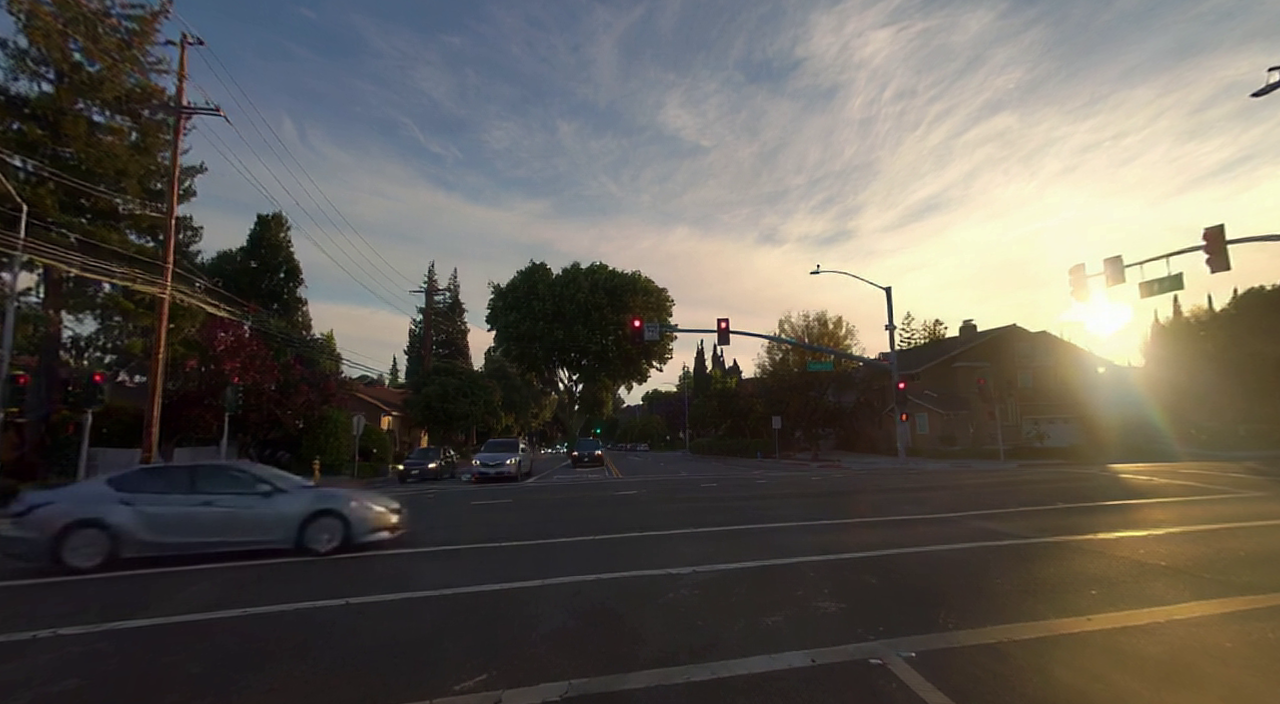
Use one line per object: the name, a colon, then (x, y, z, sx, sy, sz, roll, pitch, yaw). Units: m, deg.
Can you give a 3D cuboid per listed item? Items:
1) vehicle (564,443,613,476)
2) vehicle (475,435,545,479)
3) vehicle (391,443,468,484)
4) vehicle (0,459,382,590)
vehicle: (-2.414, 5.219, 30.937, 2.174, 1.477, 4.805, 0, -9, -2)
vehicle: (-6.400, 5.237, 31.779, 2.479, 1.977, 5.254, 0, -9, -1)
vehicle: (-10.181, 5.387, 30.978, 2.241, 1.819, 4.690, 0, -9, -1)
vehicle: (-6.054, 2.200, 8.642, 4.443, 1.367, 2.197, 2, -9, -17)
